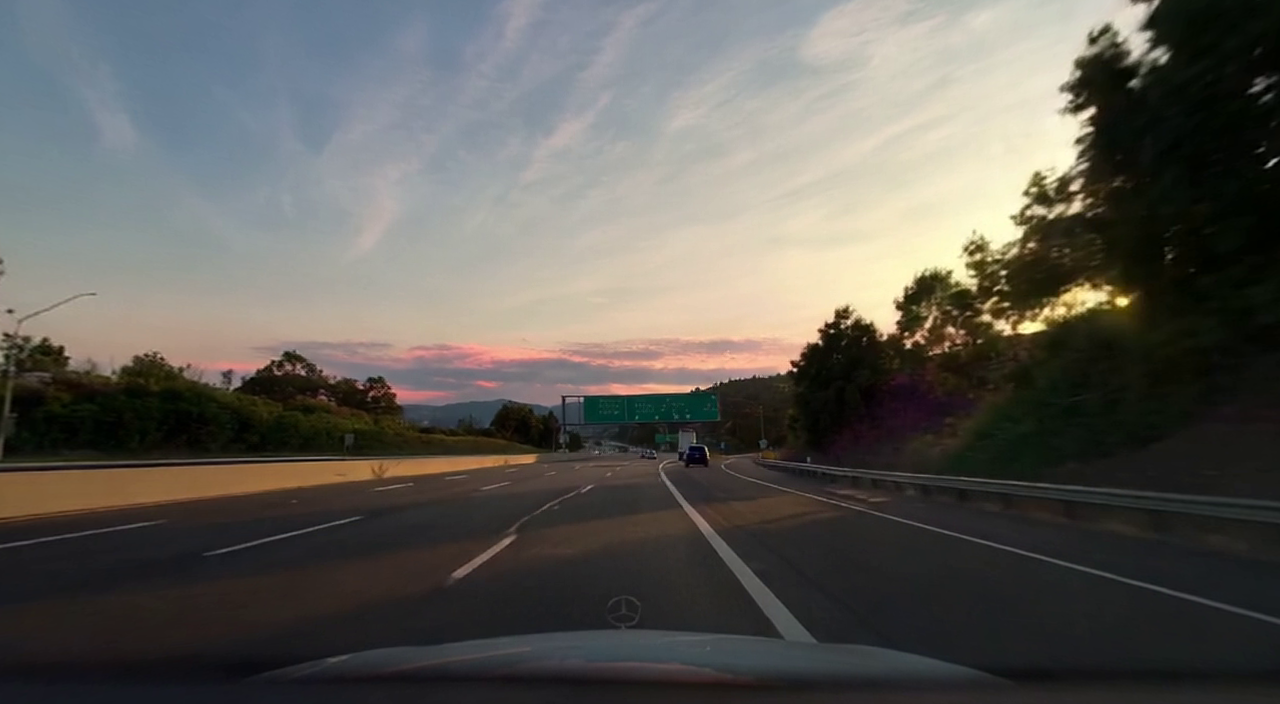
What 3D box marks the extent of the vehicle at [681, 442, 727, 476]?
[{"bbox_3d":[3.680,6.232,36.804,2.225,1.833,4.340,0,-9,0],"label":"vehicle"}]
